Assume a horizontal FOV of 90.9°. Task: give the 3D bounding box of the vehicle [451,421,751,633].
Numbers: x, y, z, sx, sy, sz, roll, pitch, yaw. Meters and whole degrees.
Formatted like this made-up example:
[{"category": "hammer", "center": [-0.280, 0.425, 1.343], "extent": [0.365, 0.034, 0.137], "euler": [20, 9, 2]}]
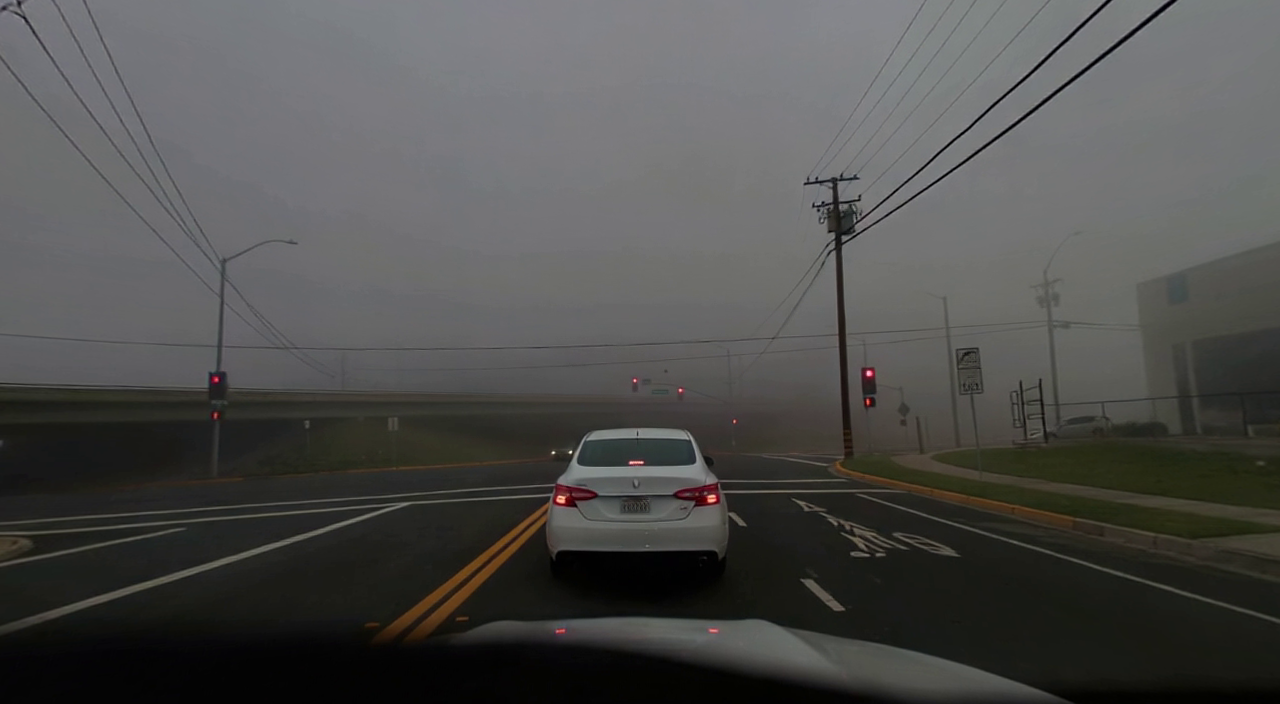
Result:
[{"category": "vehicle", "center": [-0.240, 1.527, 6.477], "extent": [2.090, 1.458, 4.033], "euler": [-1, -9, 1]}]
